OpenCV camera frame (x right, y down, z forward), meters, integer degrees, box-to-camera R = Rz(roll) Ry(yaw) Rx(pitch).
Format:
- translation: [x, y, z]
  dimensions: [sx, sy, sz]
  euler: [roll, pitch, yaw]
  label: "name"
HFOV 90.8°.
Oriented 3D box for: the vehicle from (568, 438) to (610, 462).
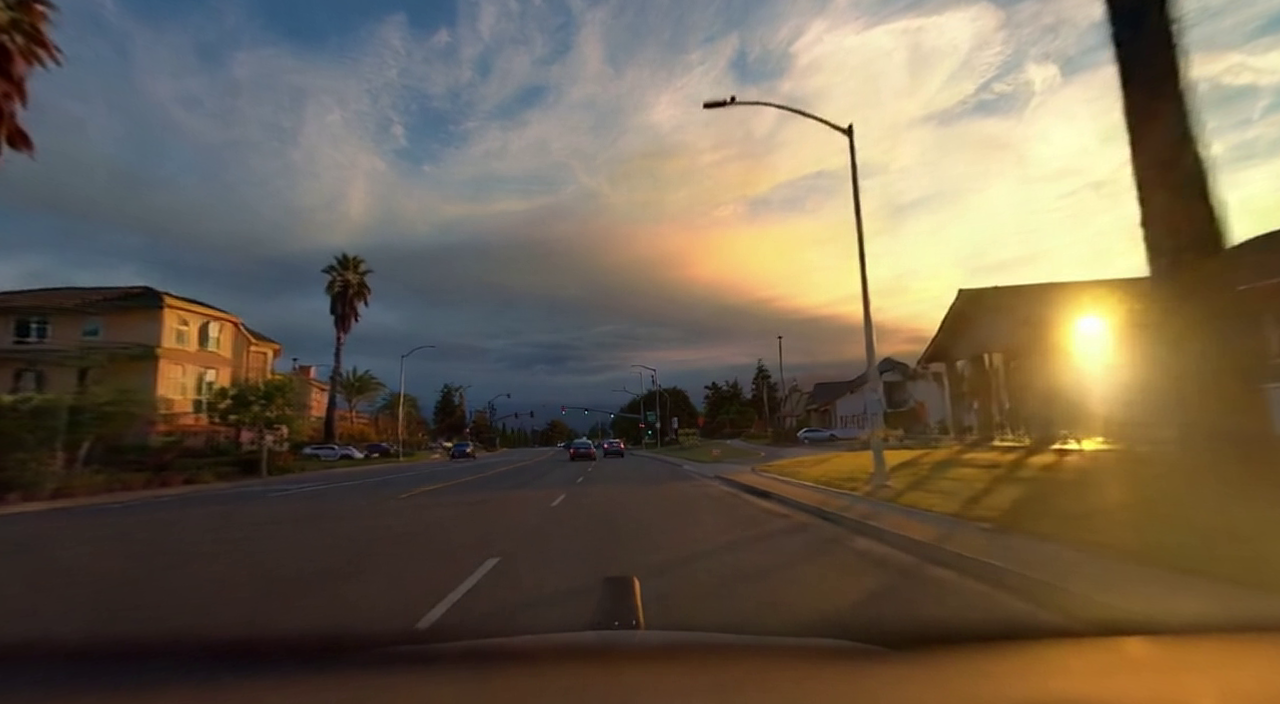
- translation: [-3.451, 6.713, 43.369]
  dimensions: [2.060, 1.526, 3.859]
  euler: [-1, -8, 7]
  label: "vehicle"
